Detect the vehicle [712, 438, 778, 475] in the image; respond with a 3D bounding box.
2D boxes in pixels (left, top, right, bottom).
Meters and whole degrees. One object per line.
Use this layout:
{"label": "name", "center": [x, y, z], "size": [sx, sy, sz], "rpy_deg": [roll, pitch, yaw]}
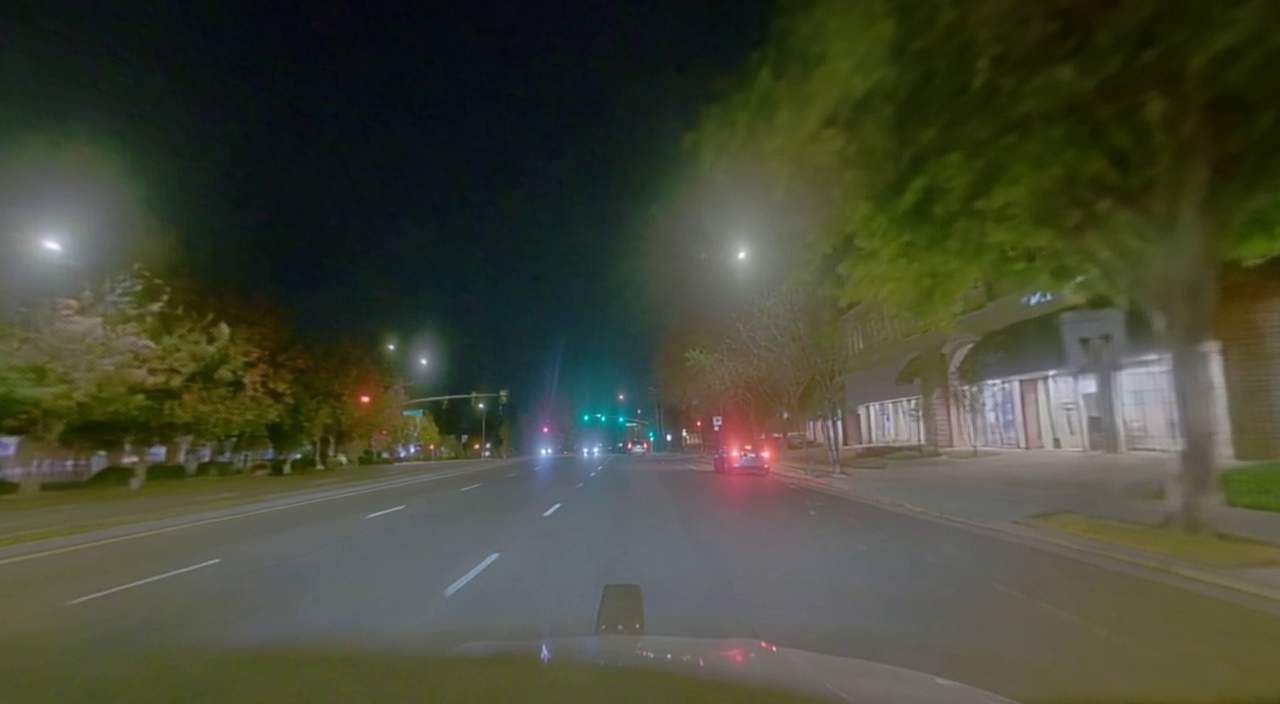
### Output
{"label": "vehicle", "center": [4.457, 4.507, 27.467], "size": [1.942, 1.469, 4.049], "rpy_deg": [0, -9, -3]}
